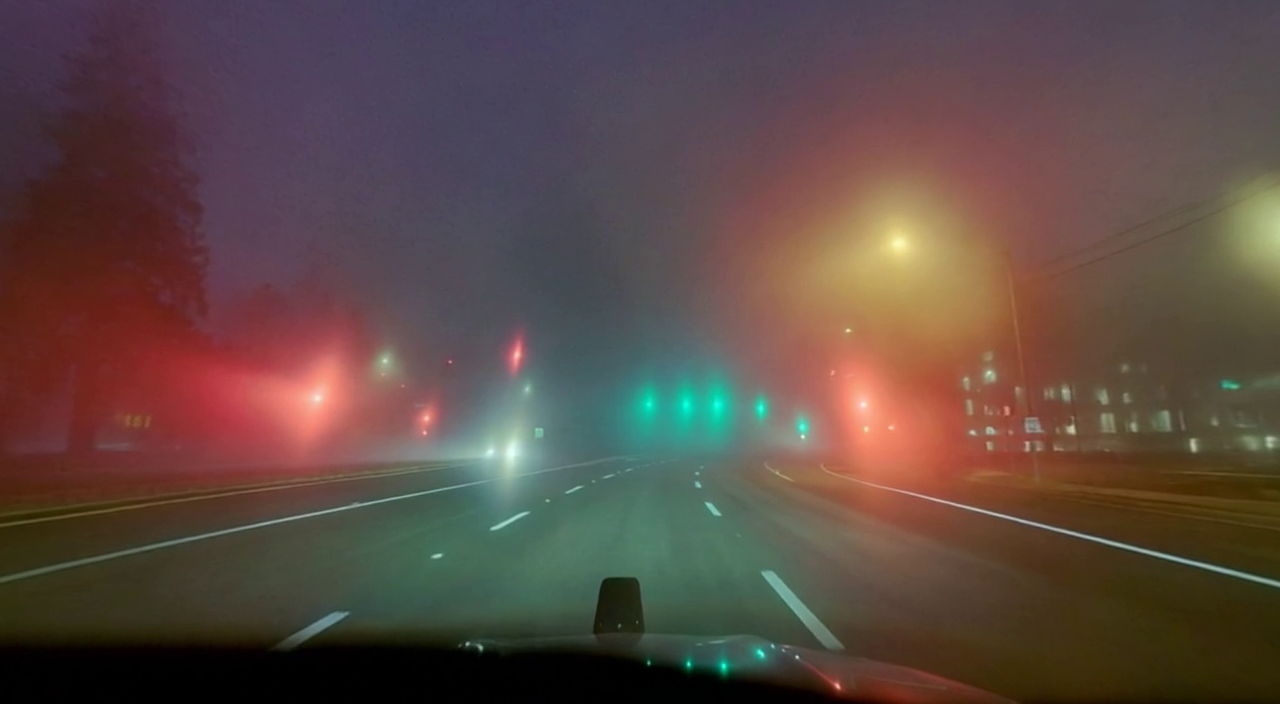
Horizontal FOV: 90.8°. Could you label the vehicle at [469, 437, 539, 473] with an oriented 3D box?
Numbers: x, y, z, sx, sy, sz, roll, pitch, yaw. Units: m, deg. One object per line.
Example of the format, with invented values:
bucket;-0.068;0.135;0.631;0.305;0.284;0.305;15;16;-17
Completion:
vehicle;-6.150;4.712;29.147;1.893;1.503;4.309;-1;-8;6
